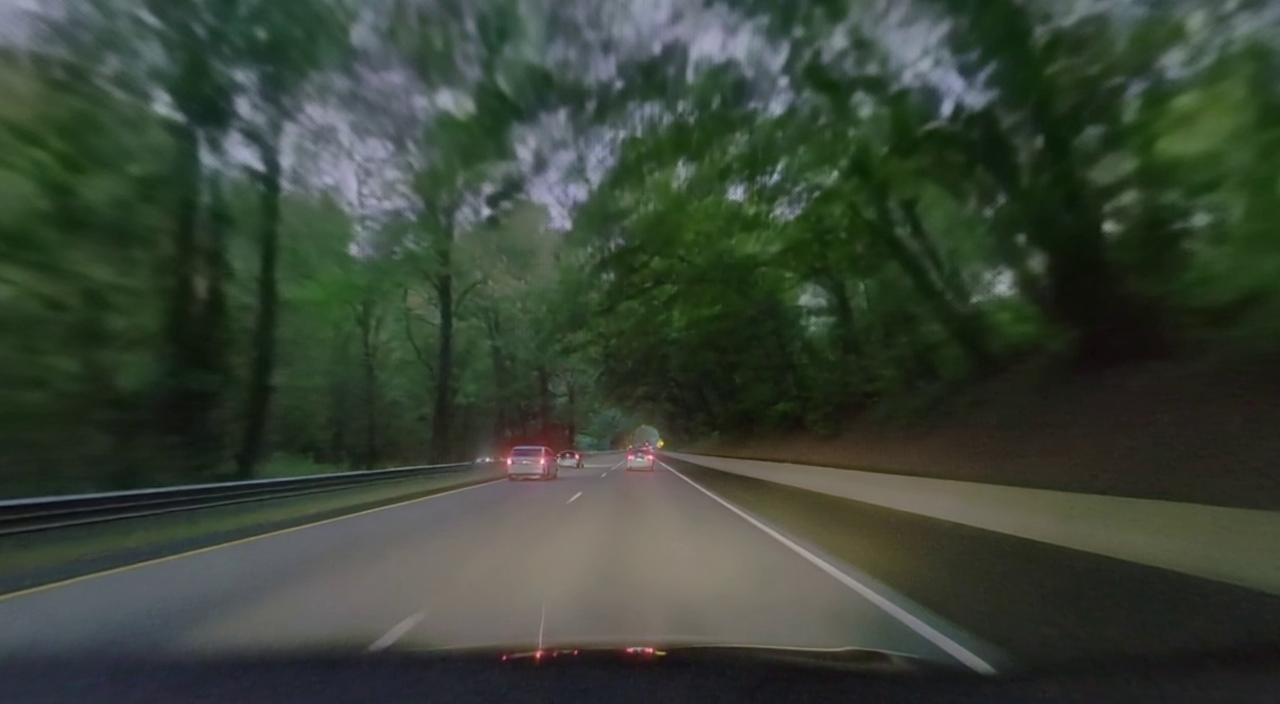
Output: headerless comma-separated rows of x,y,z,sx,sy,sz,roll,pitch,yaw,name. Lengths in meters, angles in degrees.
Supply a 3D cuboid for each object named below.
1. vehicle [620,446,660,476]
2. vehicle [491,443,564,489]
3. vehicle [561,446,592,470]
-0.024,5.845,33.921,2.001,1.490,3.914,0,-9,0,vehicle
-4.051,4.165,23.291,1.978,1.538,3.755,0,-9,0,vehicle
-4.506,7.548,45.120,1.834,1.615,3.624,0,-9,0,vehicle
